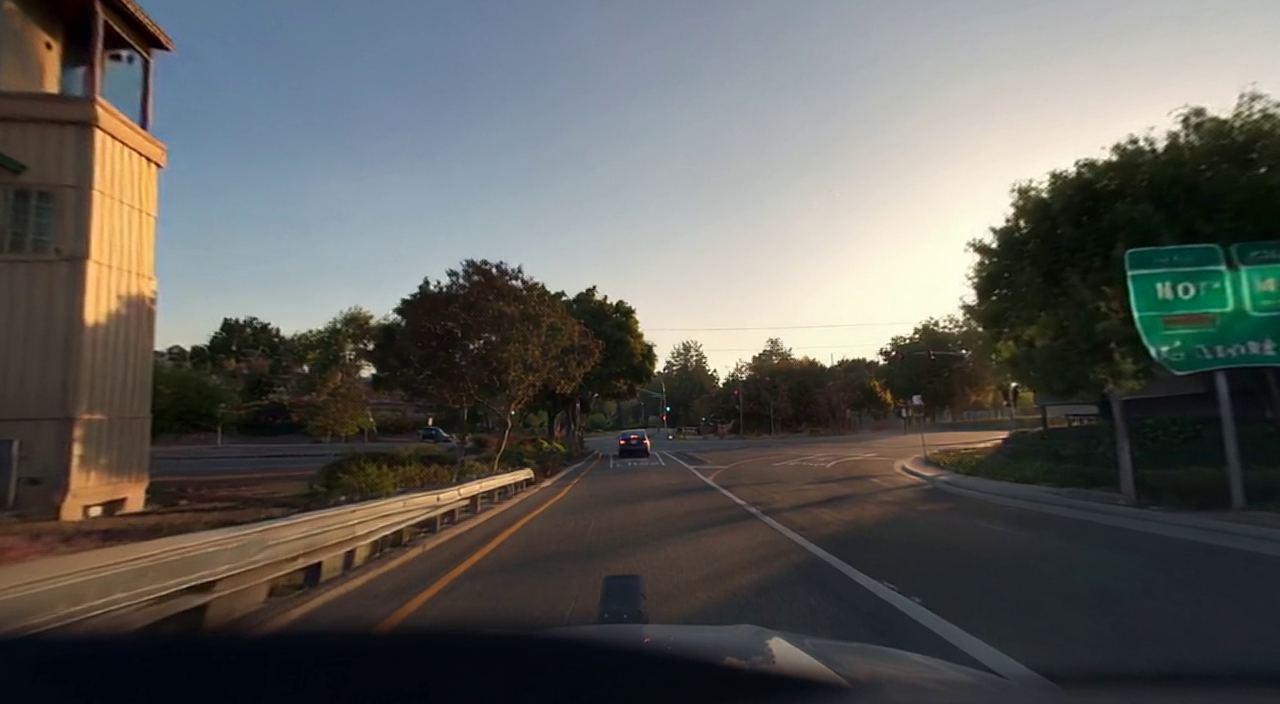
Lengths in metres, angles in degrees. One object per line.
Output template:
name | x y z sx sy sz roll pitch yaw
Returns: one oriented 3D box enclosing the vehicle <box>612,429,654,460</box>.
vehicle | -0.391 4.768 32.553 2.056 1.473 4.380 0 -8 -1
